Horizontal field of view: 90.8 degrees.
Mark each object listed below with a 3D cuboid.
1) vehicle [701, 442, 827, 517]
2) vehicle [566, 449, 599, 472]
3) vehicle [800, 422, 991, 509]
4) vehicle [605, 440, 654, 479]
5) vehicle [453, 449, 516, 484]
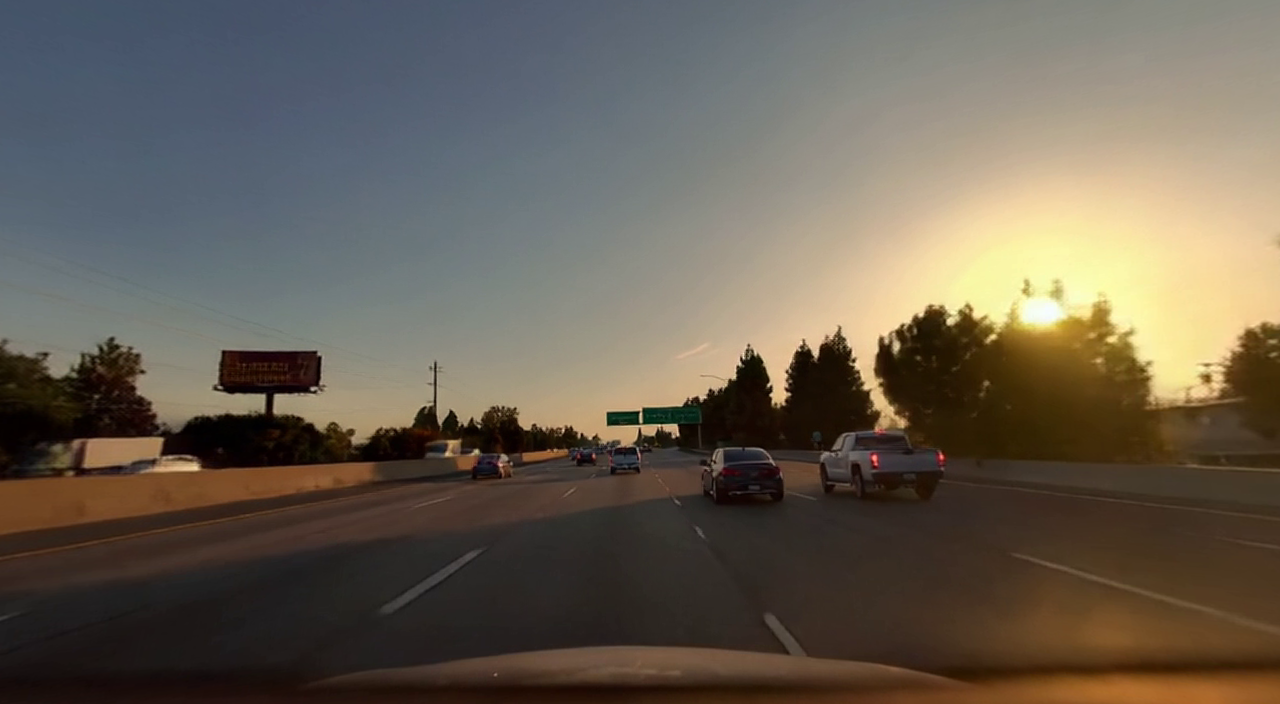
[{"bbox_3d":[2.693,2.877,14.846,2.011,1.462,4.286,0,-8,-1],"label":"vehicle"},{"bbox_3d":[-4.042,7.681,44.912,1.935,1.487,4.076,0,-8,0],"label":"vehicle"},{"bbox_3d":[6.456,2.977,17.097,2.635,1.919,5.907,0,-8,0],"label":"vehicle"},{"bbox_3d":[-0.540,5.452,32.328,2.323,1.805,4.729,0,-8,-1],"label":"vehicle"},{"bbox_3d":[-7.301,5.397,30.097,1.920,1.482,4.385,0,-8,0],"label":"vehicle"}]
